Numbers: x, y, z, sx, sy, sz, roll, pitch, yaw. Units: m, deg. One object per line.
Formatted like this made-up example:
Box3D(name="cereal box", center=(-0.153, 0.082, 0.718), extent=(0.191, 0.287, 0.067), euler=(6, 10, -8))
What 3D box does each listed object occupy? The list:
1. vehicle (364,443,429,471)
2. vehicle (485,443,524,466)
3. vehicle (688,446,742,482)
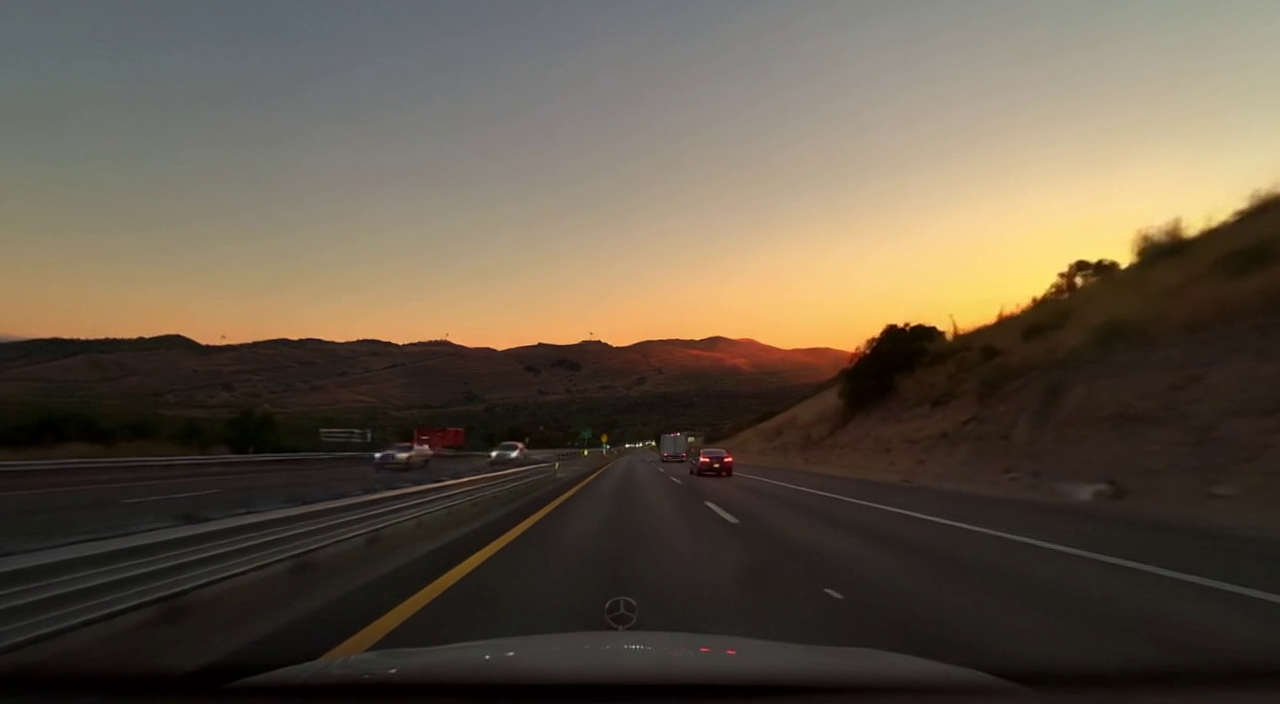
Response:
Box3D(name="vehicle", center=(-13.740, 5.926, 35.755), extent=(1.886, 1.475, 4.427), euler=(0, -9, 0))
Box3D(name="vehicle", center=(-9.597, 7.268, 44.758), extent=(1.876, 1.500, 3.973), euler=(0, -9, 0))
Box3D(name="vehicle", center=(3.318, 5.013, 28.356), extent=(1.836, 1.459, 3.766), euler=(0, -9, -2))
